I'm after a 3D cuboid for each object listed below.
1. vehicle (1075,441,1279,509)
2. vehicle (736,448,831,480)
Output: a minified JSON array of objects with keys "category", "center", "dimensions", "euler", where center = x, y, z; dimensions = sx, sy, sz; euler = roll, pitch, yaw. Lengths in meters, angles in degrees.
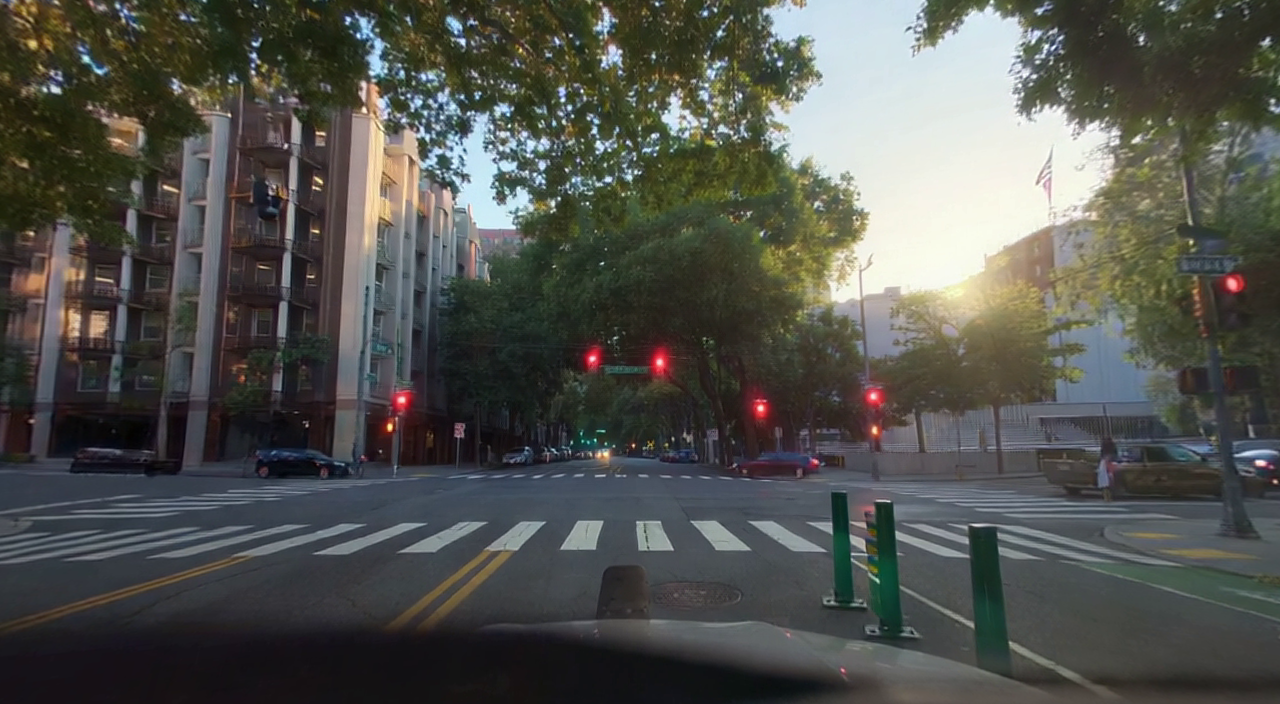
[{"category":"vehicle","center":[12.997,2.787,14.556],"dimensions":[4.424,1.436,1.804],"euler":[-1,-8,5]},{"category":"vehicle","center":[7.367,5.725,32.475],"dimensions":[4.368,1.522,1.972],"euler":[-5,-9,27]}]
